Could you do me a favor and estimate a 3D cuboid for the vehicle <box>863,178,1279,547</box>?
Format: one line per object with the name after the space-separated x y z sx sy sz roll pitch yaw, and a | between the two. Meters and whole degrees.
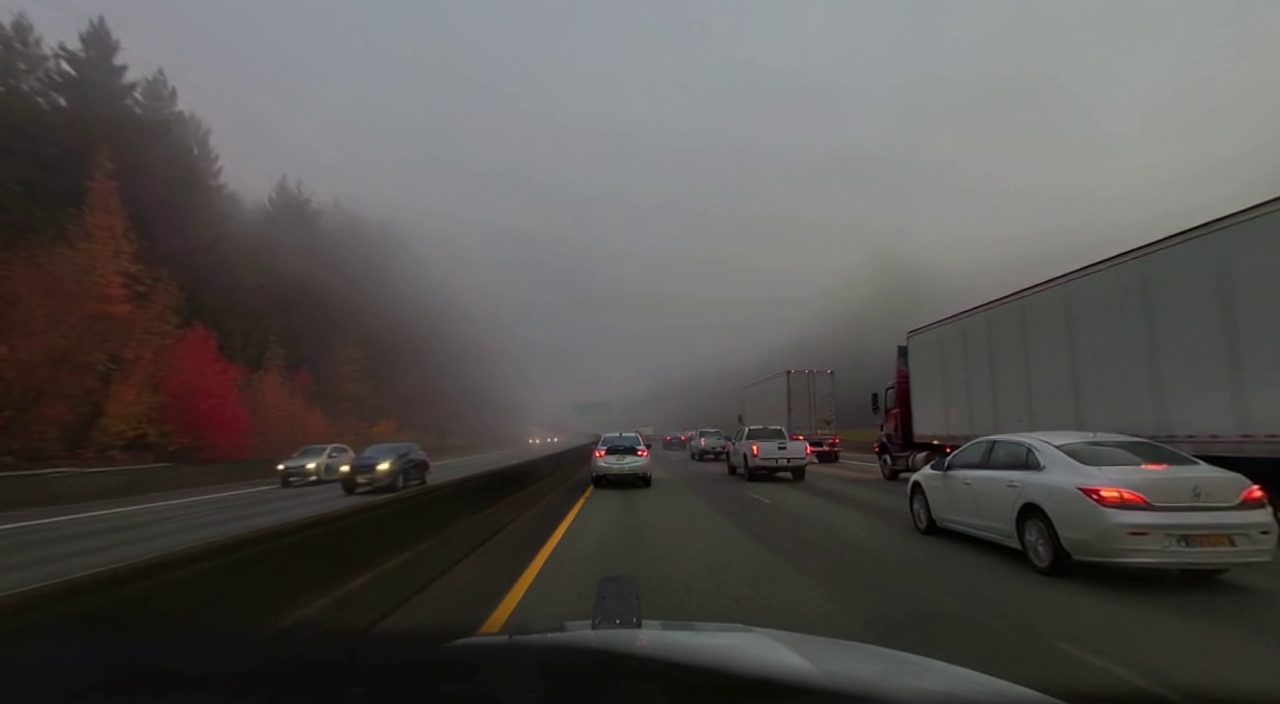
8.434 0.817 12.191 2.867 4.066 13.802 0 -8 -1 | vehicle

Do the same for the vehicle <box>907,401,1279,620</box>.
4.726 1.390 6.529 2.040 1.523 4.068 0 -8 -1 | vehicle

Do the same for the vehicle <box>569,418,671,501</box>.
-0.443 2.520 15.253 2.087 1.709 4.455 0 -8 -1 | vehicle

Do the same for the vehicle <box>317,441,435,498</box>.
-8.069 3.584 19.698 1.921 1.533 4.091 0 -8 0 | vehicle

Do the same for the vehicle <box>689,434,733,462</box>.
3.846 5.246 34.568 1.865 1.471 3.916 0 -8 -2 | vehicle

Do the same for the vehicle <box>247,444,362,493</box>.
-12.158 4.217 23.154 1.962 1.575 4.204 0 -8 -1 | vehicle

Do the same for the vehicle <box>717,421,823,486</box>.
3.662 2.931 18.526 2.147 1.707 3.963 0 -8 -2 | vehicle

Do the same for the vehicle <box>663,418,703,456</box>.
3.137 6.331 46.958 2.395 2.656 6.037 0 -8 -2 | vehicle
